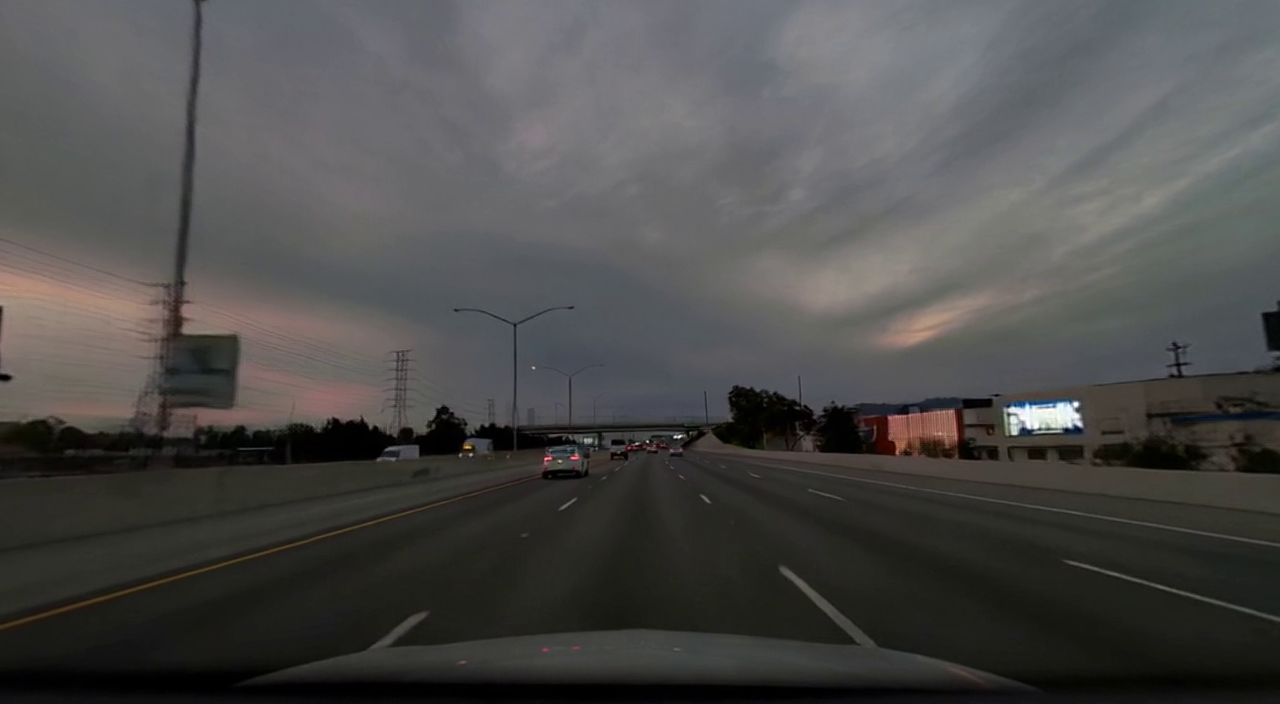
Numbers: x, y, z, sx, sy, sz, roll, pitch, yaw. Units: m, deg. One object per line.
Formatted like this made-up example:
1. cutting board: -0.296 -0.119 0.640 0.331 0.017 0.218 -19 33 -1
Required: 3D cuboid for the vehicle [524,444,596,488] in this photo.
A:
1. vehicle: -2.768 4.031 22.692 1.891 1.444 3.968 0 -8 2
